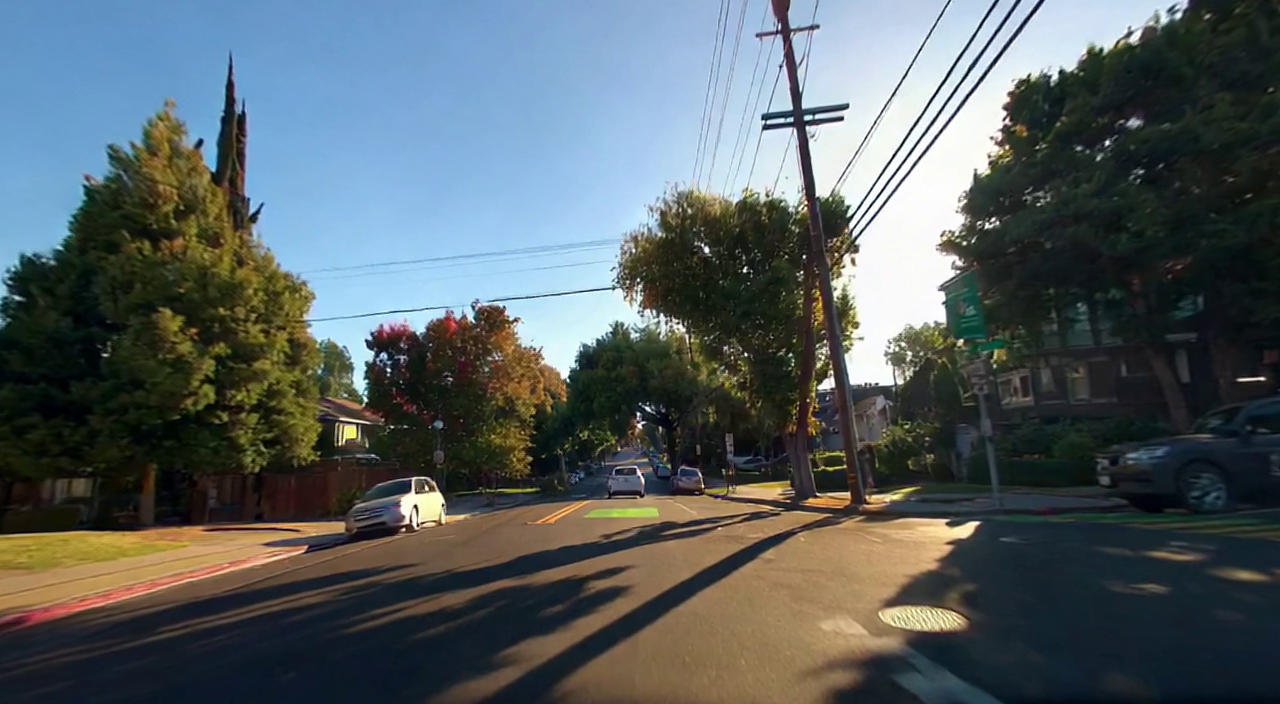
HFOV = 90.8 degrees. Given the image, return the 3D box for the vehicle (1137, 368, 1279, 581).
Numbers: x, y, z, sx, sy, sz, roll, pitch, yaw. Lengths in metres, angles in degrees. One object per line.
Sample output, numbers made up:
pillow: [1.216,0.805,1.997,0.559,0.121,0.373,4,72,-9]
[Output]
vehicle: [7.244,1.018,5.361,4.755,1.611,1.885,1,-9,-9]

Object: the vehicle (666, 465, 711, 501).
vehicle: [2.568,7.054,34.351,1.909,1.694,4.472,0,-9,-3]

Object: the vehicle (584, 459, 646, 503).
vehicle: [-0.953,5.269,25.658,2.235,1.500,4.496,-2,-12,-1]
